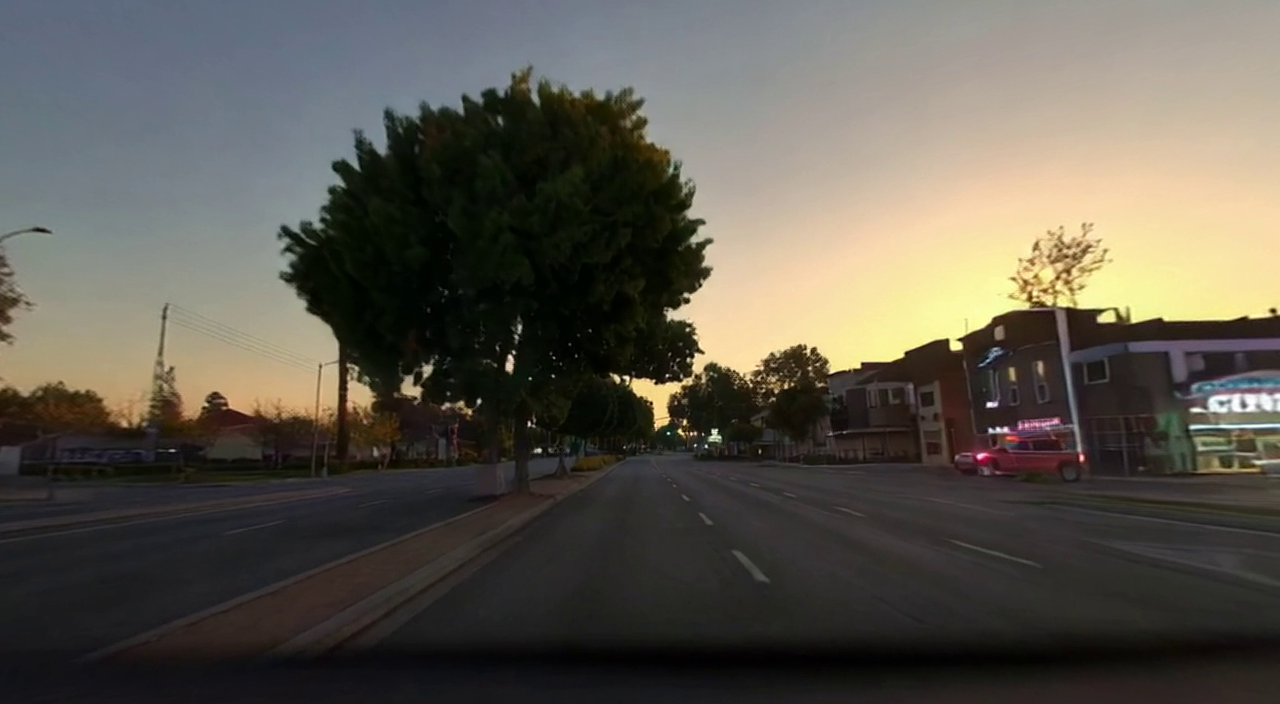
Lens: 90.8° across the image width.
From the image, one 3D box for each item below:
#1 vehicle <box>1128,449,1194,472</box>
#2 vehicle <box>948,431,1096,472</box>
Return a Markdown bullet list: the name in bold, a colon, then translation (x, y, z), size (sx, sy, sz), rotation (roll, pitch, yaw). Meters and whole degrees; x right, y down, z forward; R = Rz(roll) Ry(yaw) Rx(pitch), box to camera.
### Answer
- **vehicle**: translation (39.611, 8.244, 48.142), size (1.919, 1.613, 3.862), rotation (-1, -8, 5)
- **vehicle**: translation (21.498, 5.633, 35.788), size (6.489, 2.179, 2.882), rotation (0, -9, -1)
